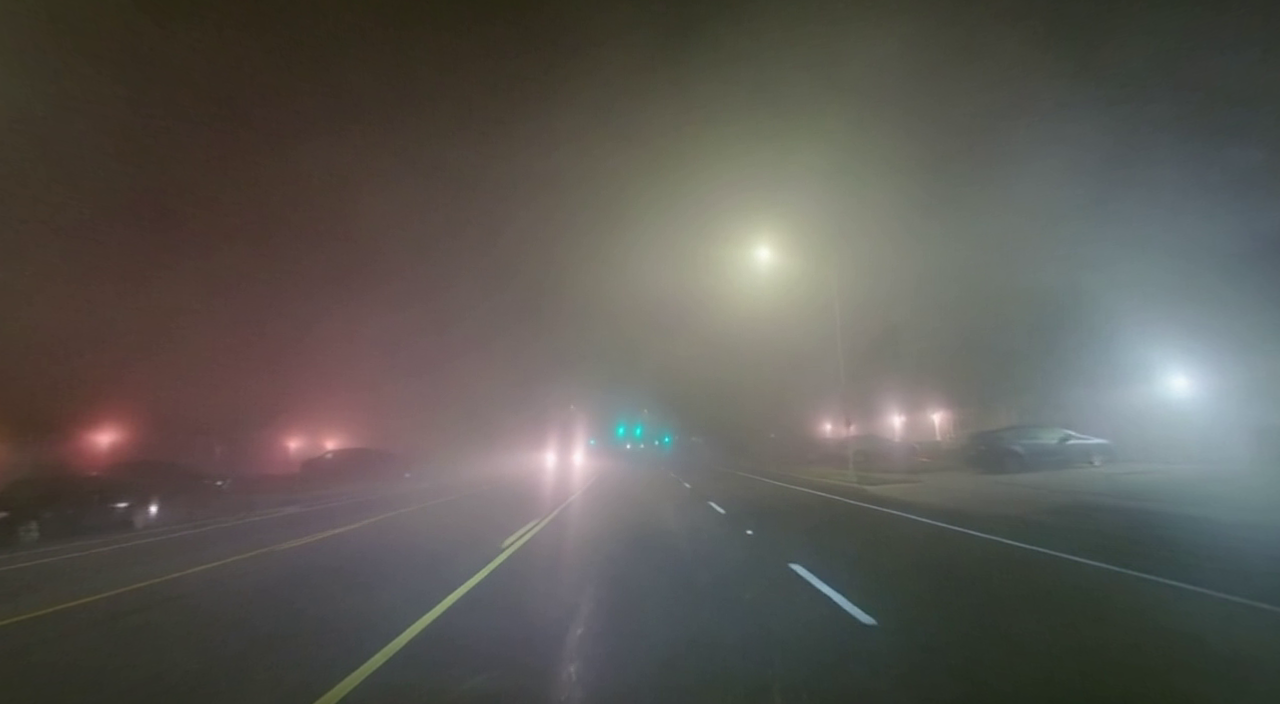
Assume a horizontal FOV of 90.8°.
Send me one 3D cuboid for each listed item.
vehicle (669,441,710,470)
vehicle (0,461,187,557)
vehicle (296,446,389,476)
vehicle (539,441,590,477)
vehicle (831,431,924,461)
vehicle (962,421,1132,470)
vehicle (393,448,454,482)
[{"bbox_3d":[2.889,6.120,37.540,1.983,1.557,4.078,0,-8,-2],"label":"vehicle"},{"bbox_3d":[-11.429,2.936,12.423,1.851,1.459,4.295,0,-8,0],"label":"vehicle"},{"bbox_3d":[-18.966,6.926,40.432,4.837,1.808,2.176,0,-8,-1],"label":"vehicle"},{"bbox_3d":[-3.796,5.457,32.498,2.076,1.688,4.284,0,-8,0],"label":"vehicle"},{"bbox_3d":[12.478,4.965,33.404,4.183,1.516,1.884,-1,-8,3],"label":"vehicle"},{"bbox_3d":[13.008,3.012,20.383,4.237,1.476,1.743,0,-8,1],"label":"vehicle"},{"bbox_3d":[-12.017,6.276,35.370,1.822,1.699,4.791,0,-8,-1],"label":"vehicle"}]
